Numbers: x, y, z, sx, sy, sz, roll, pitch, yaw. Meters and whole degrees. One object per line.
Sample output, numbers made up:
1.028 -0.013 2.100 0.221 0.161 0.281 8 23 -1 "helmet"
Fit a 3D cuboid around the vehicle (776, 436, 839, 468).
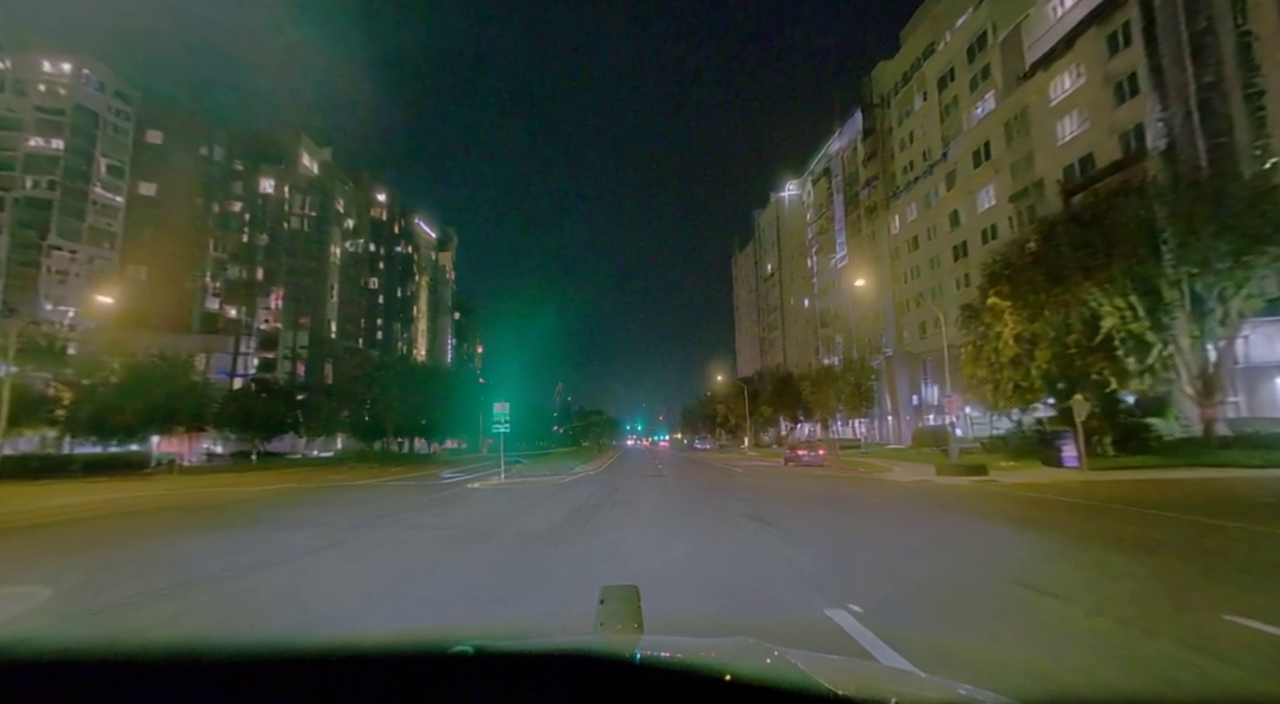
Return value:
9.865 5.952 37.726 2.065 1.732 5.036 1 -8 -4 "vehicle"
